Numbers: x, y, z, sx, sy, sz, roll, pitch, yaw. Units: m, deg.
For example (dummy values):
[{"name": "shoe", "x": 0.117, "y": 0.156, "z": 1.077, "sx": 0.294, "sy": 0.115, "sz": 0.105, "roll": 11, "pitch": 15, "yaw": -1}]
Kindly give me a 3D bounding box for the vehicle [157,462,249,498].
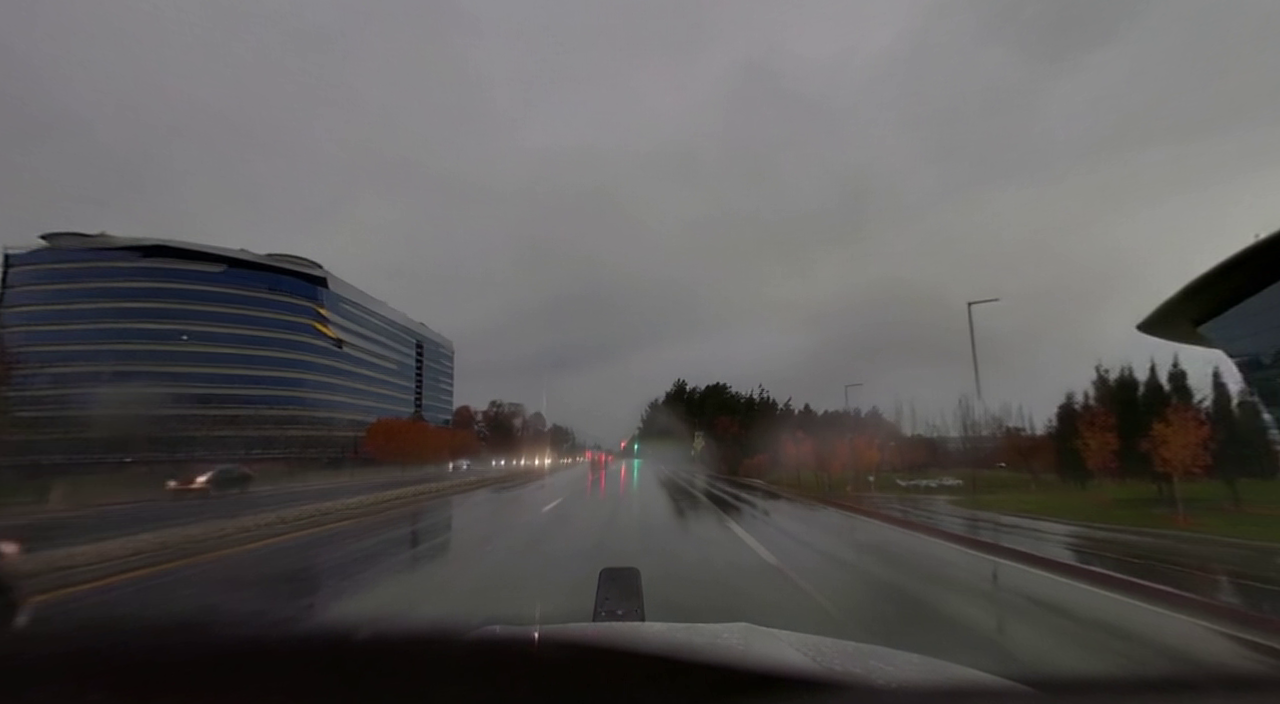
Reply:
[{"name": "vehicle", "x": -22.577, "y": 6.584, "z": 32.840, "sx": 1.819, "sy": 1.582, "sz": 4.164, "roll": 0, "pitch": -8, "yaw": -1}]
